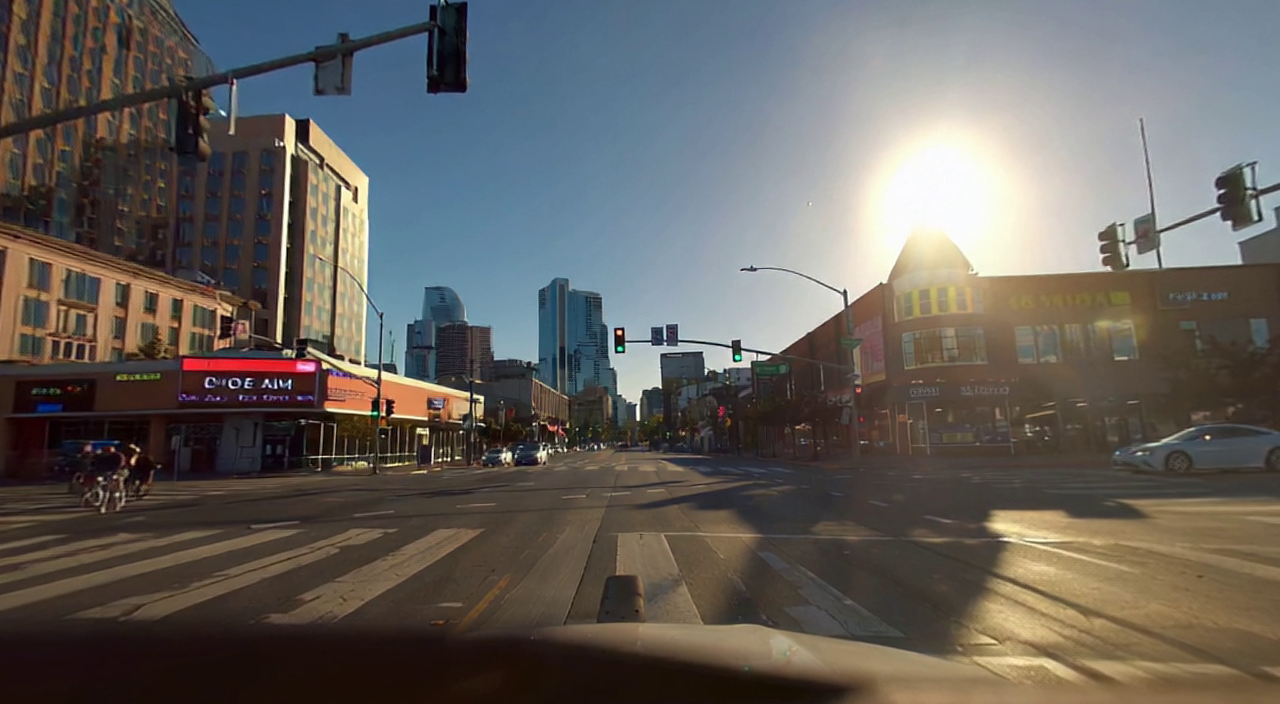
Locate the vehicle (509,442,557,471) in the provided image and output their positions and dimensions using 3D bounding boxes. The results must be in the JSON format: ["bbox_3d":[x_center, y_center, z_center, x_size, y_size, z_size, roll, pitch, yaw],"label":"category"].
[{"bbox_3d":[-6.803,6.693,40.677,2.181,1.703,4.512,-1,-8,2],"label":"vehicle"}]

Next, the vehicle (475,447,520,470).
[{"bbox_3d":[-9.862,7.360,44.043,2.106,1.505,4.228,0,-8,0],"label":"vehicle"}]

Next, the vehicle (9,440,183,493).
[{"bbox_3d":[-21.158,4.425,24.698,5.161,1.910,2.275,-2,-9,11],"label":"vehicle"}]

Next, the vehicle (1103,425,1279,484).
[{"bbox_3d":[15.410,2.698,16.703,4.651,1.463,1.880,-2,-9,8],"label":"vehicle"}]
